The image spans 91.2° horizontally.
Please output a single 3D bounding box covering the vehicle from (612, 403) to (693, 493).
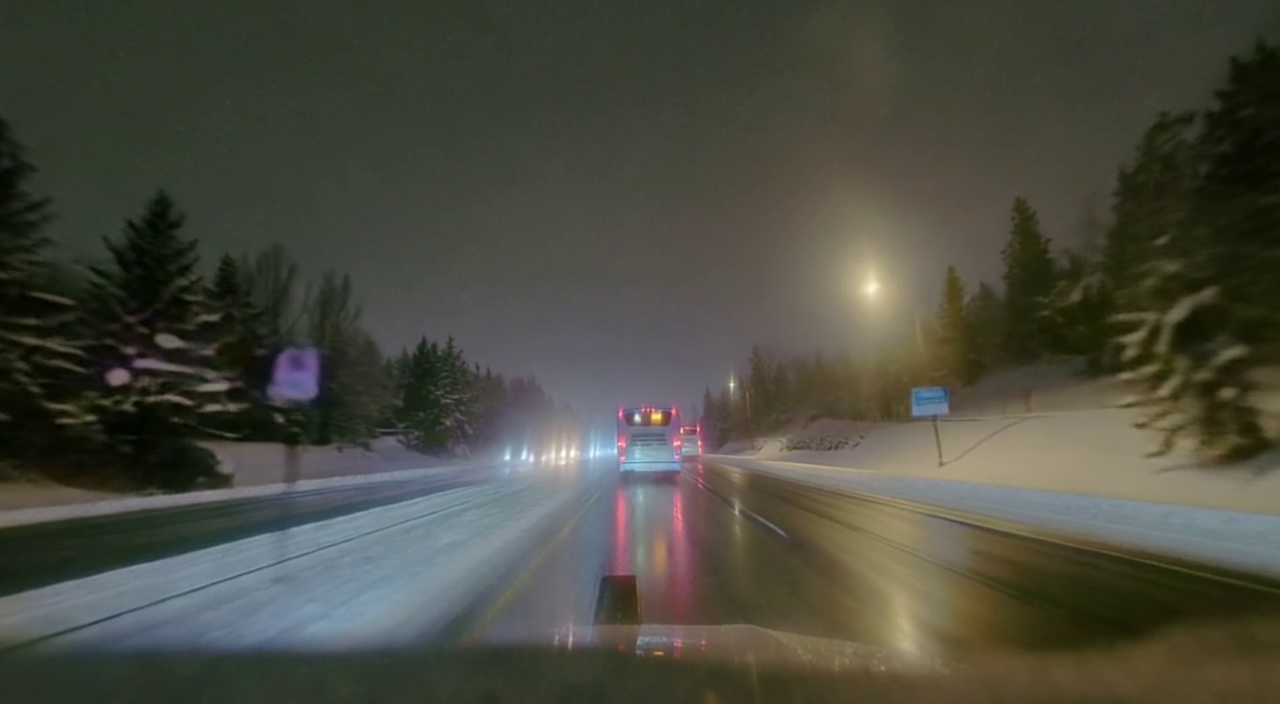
[{"bbox_3d":[0.315,3.328,21.802,2.414,2.675,5.574,0,-9,-1],"label":"vehicle"}]
